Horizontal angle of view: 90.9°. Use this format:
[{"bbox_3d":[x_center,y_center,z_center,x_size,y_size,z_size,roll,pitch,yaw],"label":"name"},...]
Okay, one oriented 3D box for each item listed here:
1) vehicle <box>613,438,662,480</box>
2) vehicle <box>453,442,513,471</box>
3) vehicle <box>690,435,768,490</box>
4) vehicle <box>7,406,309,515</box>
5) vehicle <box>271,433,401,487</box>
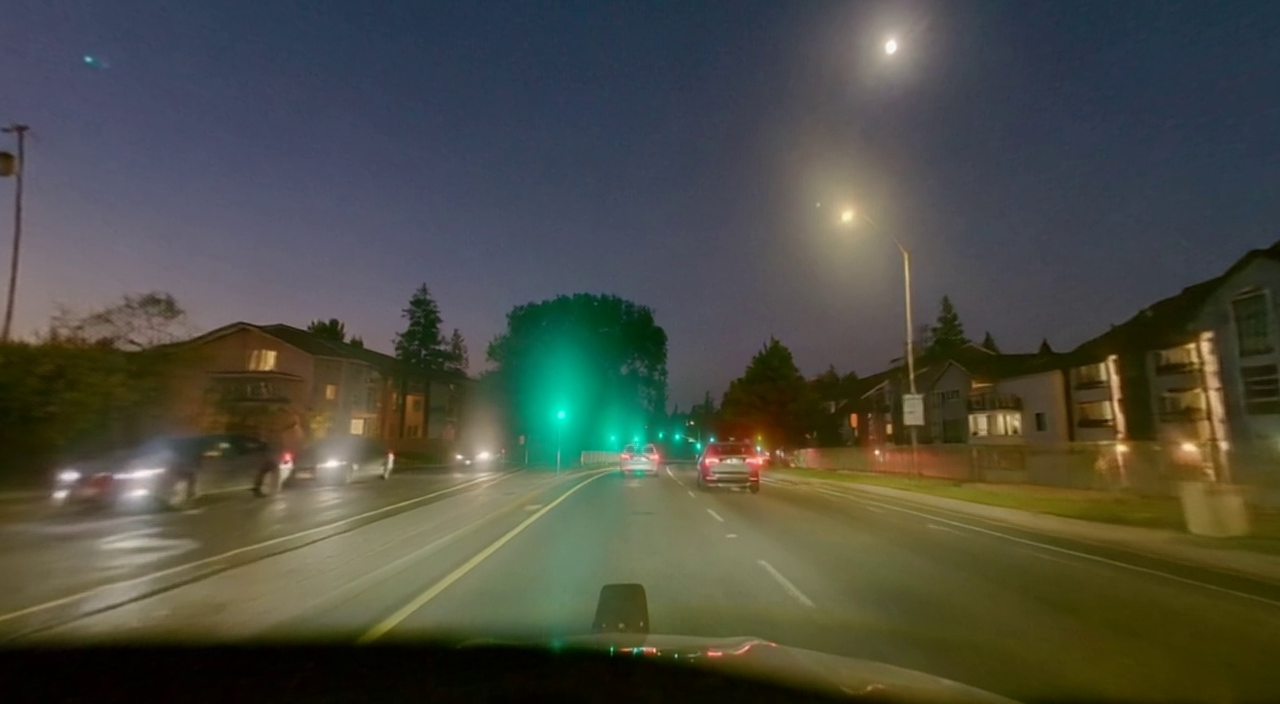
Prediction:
[{"bbox_3d":[-0.074,5.052,30.051,2.185,1.822,4.391,0,-8,1],"label":"vehicle"},{"bbox_3d":[-8.763,5.848,35.623,1.991,1.503,4.688,-1,-8,3],"label":"vehicle"},{"bbox_3d":[3.078,3.950,22.874,2.166,1.799,4.372,0,-8,0],"label":"vehicle"},{"bbox_3d":[-9.195,2.138,12.873,1.893,1.735,5.318,0,-8,1],"label":"vehicle"},{"bbox_3d":[-9.158,3.268,19.452,1.829,1.463,4.403,0,-8,0],"label":"vehicle"}]
